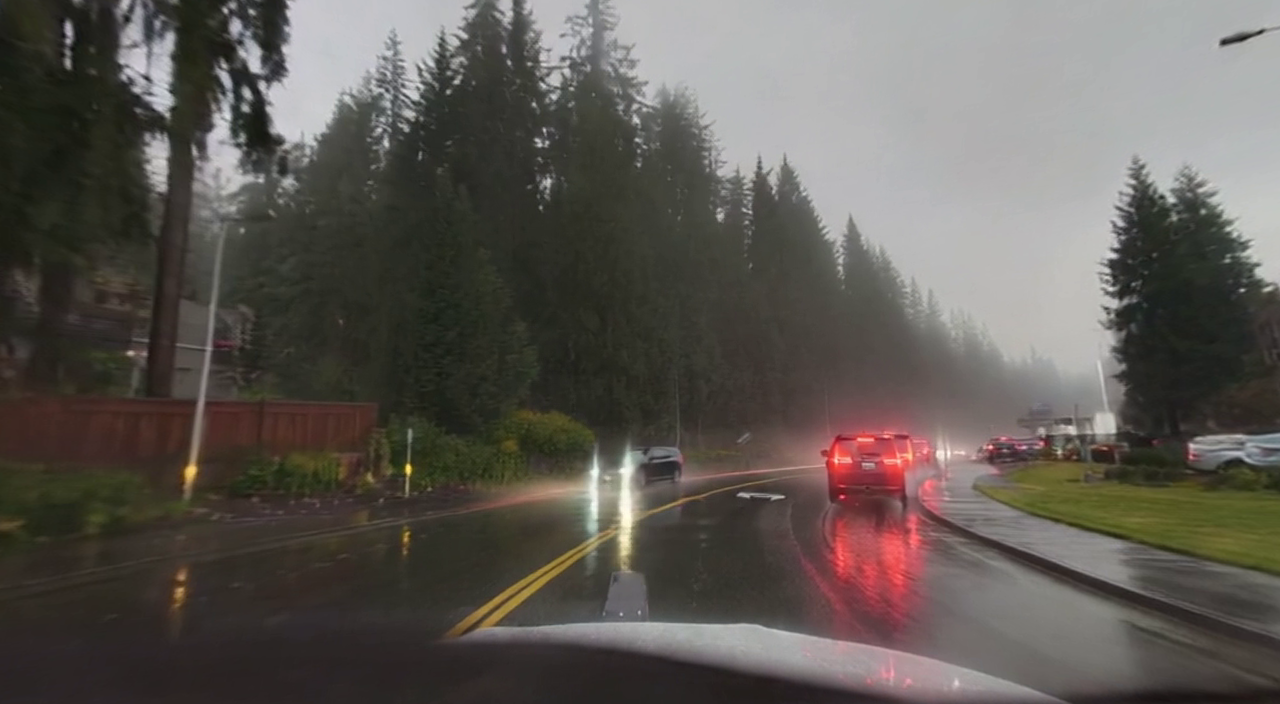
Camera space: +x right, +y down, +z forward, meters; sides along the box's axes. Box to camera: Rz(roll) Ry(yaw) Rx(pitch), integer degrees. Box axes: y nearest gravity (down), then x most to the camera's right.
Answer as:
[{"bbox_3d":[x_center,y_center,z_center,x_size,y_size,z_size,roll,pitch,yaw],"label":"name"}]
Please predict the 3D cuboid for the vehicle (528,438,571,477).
[{"bbox_3d":[-6.188,7.250,43.389,2.665,2.465,1.532,3,-7,-2],"label":"vehicle"}]

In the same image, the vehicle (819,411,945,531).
[{"bbox_3d":[5.069,2.499,13.682,1.913,2.241,3.024,-3,-8,11],"label":"vehicle"}]

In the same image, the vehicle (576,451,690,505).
[{"bbox_3d":[-0.063,3.779,19.488,1.933,1.428,4.449,-4,-10,21],"label":"vehicle"}]
